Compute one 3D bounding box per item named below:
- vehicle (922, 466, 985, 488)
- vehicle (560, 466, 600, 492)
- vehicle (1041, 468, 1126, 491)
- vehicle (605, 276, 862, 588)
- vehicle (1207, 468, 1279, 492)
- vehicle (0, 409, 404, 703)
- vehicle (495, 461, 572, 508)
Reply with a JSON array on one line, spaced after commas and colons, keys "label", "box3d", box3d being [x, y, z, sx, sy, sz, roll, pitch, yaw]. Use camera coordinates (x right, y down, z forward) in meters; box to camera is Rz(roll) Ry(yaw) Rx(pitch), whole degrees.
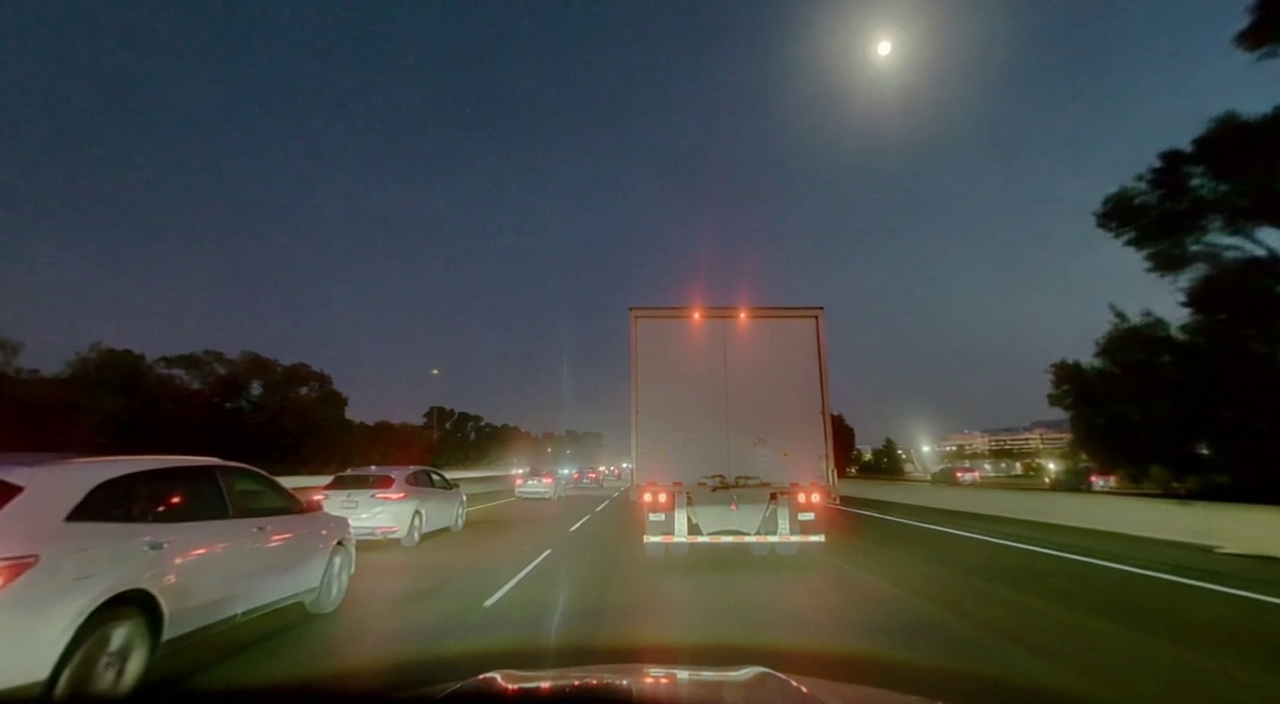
[{"label": "vehicle", "box3d": [23.566, 9.377, 47.352, 4.107, 1.485, 1.796, -5, -12, 28]}, {"label": "vehicle", "box3d": [-3.477, 7.484, 37.278, 1.867, 1.418, 3.670, 0, -11, 2]}, {"label": "vehicle", "box3d": [30.196, 8.677, 43.046, 4.299, 1.465, 1.807, -2, -11, 15]}, {"label": "vehicle", "box3d": [0.944, 1.646, 11.514, 2.831, 3.529, 8.689, 1, -11, -1]}, {"label": "vehicle", "box3d": [40.582, 8.500, 41.941, 3.974, 1.485, 1.709, 1, -11, -1]}, {"label": "vehicle", "box3d": [-3.501, 1.293, 4.158, 1.983, 1.509, 4.679, 0, -11, 1]}, {"label": "vehicle", "box3d": [-3.754, 4.801, 23.065, 1.964, 1.482, 4.371, 0, -11, 1]}]
